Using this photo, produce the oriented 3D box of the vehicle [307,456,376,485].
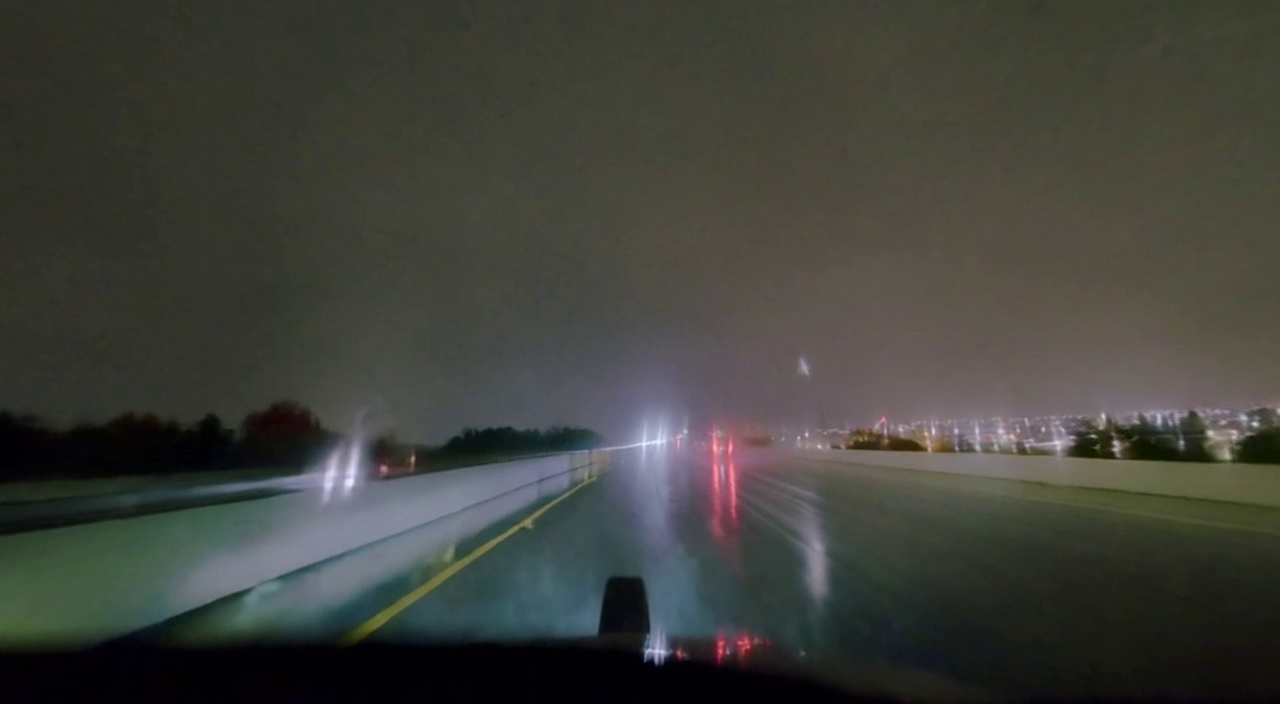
[{"bbox_3d":[-16.889,6.717,35.707,1.877,1.480,4.009,0,-9,1],"label":"vehicle"}]
